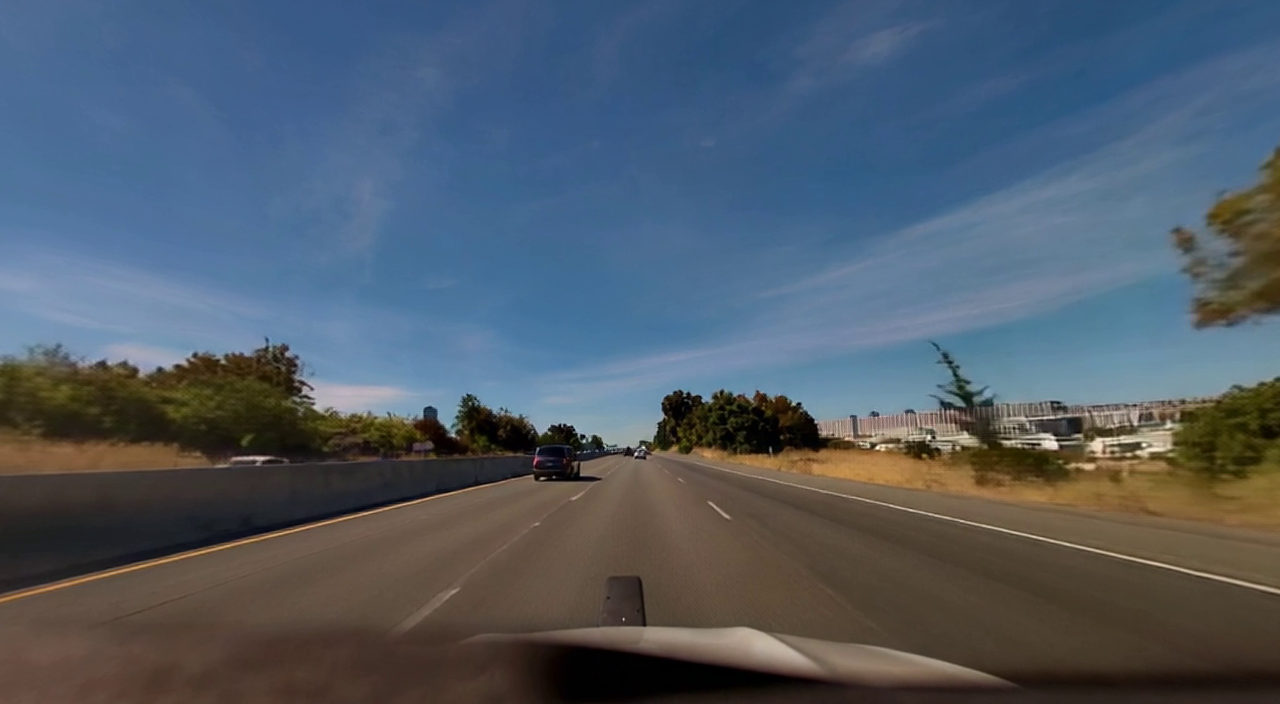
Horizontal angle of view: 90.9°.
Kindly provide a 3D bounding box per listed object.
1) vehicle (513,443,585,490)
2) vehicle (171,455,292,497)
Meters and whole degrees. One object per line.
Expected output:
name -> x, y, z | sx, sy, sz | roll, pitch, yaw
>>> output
vehicle -> -3.247, 4.199, 23.300 | 1.965, 1.556, 3.971 | -1, -9, 1
vehicle -> -16.222, 4.929, 25.348 | 1.933, 1.477, 4.382 | 0, -9, 0
